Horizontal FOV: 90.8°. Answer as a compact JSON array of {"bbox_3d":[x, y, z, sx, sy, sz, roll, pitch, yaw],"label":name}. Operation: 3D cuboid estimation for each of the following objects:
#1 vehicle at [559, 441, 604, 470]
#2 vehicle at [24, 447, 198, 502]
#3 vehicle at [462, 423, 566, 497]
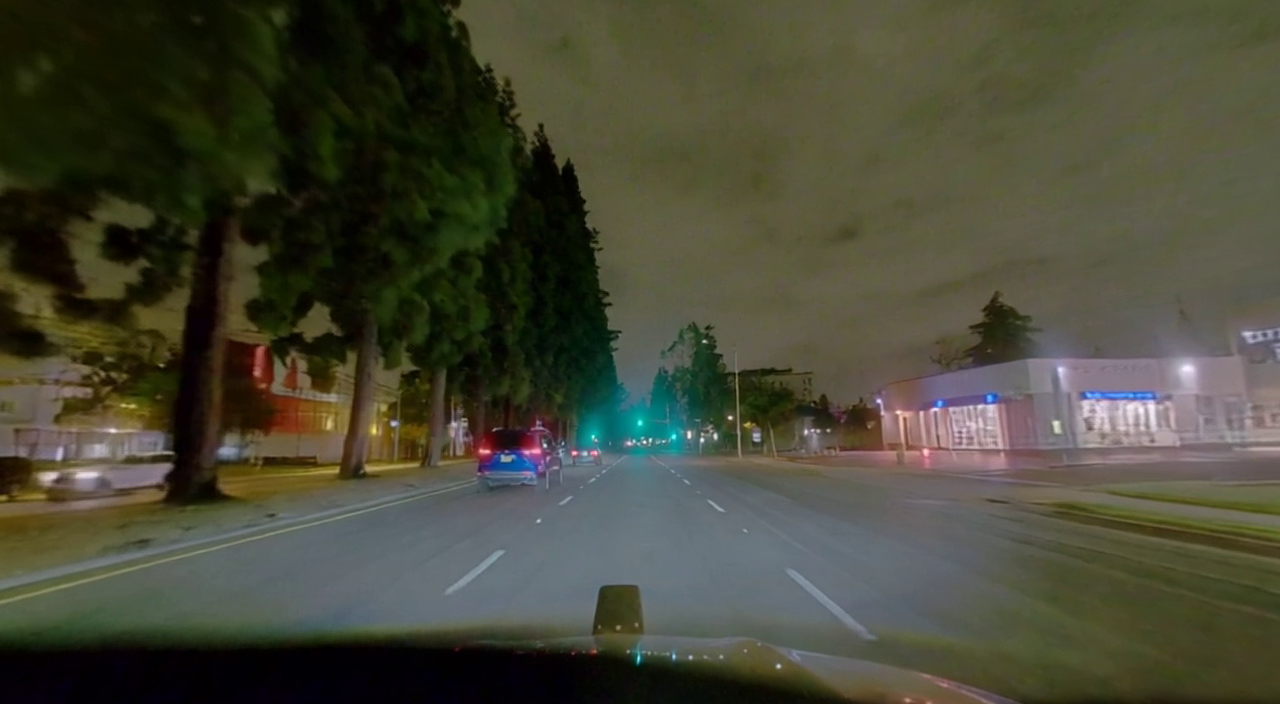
[{"bbox_3d":[-3.128,5.649,34.763,2.069,1.470,4.601,0,-8,0],"label":"vehicle"},{"bbox_3d":[-16.493,3.799,20.059,1.832,1.499,4.241,0,-8,0],"label":"vehicle"},{"bbox_3d":[-3.359,2.982,17.813,2.042,1.817,4.364,0,-8,0],"label":"vehicle"}]
